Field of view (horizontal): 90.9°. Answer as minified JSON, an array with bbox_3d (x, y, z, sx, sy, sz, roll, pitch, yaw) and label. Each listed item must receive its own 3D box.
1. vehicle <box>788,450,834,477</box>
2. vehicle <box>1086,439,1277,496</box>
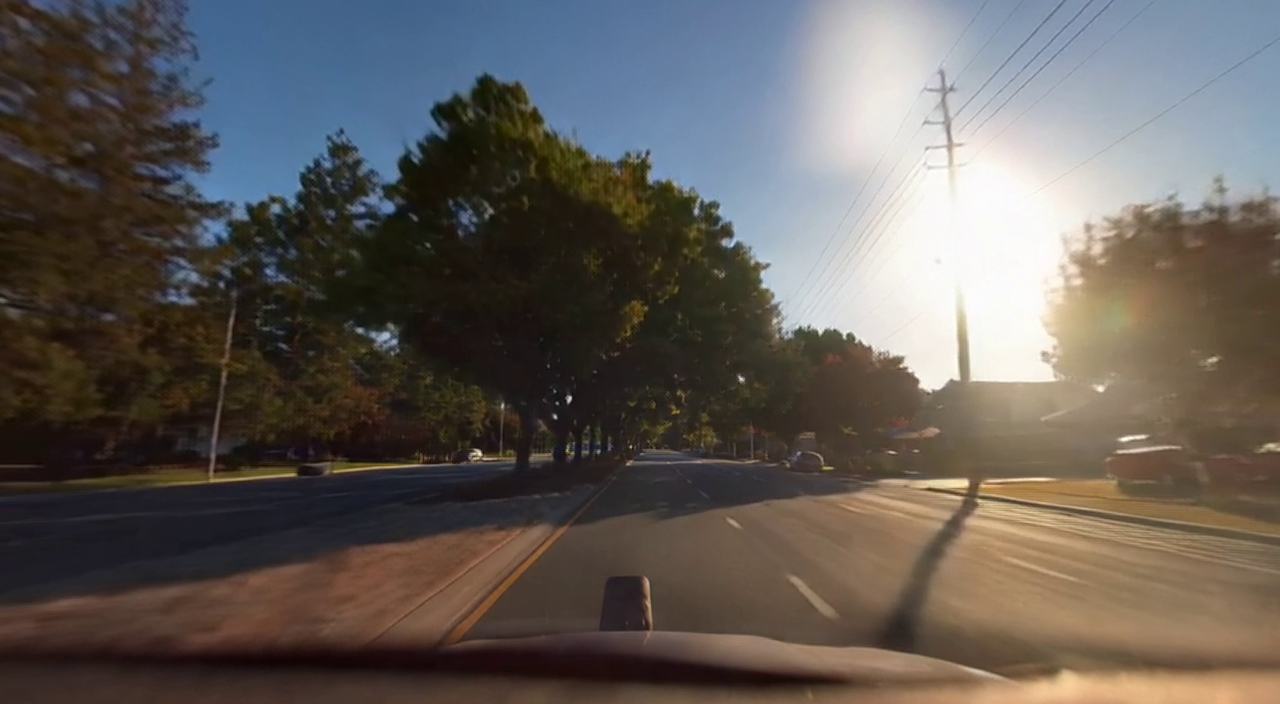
[{"bbox_3d":[11.897,7.770,44.081,2.061,1.575,4.098,5,-8,1],"label":"vehicle"},{"bbox_3d":[19.148,4.084,22.514,4.655,1.921,2.231,0,-8,1],"label":"vehicle"}]
